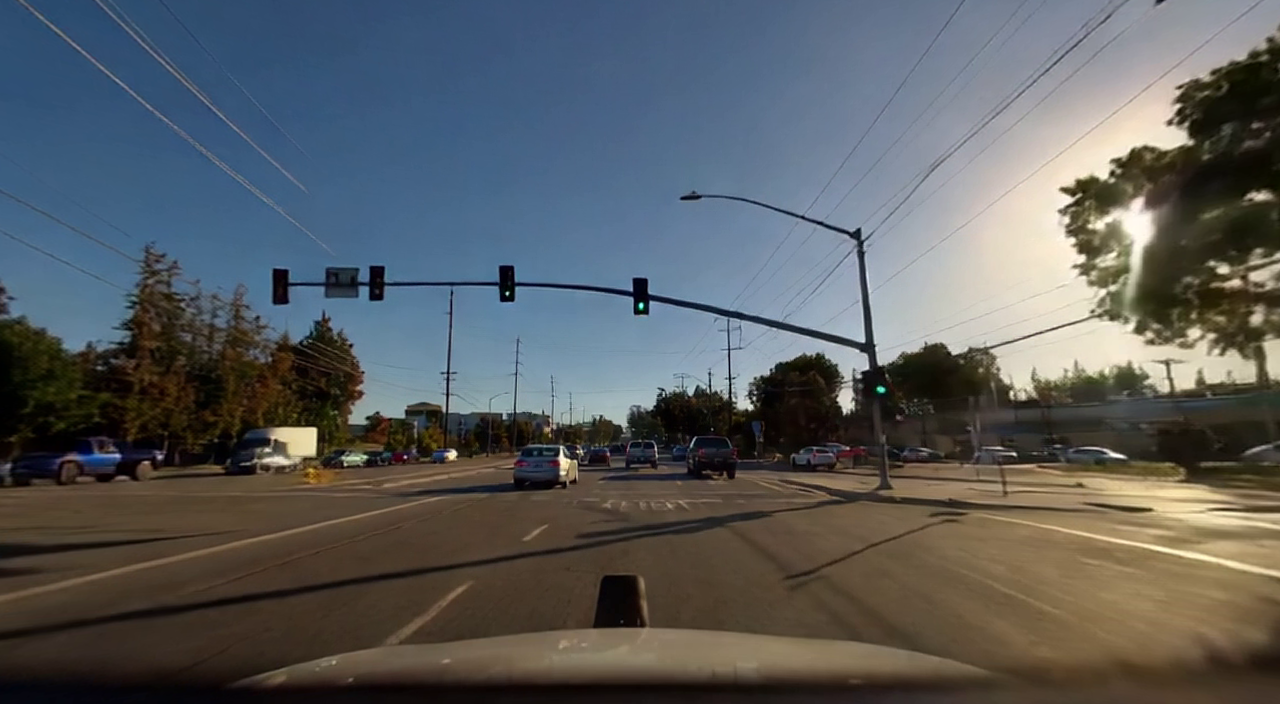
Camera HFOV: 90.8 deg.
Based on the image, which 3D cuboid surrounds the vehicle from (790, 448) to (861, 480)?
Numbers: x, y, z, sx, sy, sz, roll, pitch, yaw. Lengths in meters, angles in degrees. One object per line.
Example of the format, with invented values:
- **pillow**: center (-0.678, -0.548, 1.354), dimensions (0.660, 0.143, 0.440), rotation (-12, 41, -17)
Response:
- **vehicle**: center (10.421, 6.303, 35.845), dimensions (2.010, 1.633, 4.246), rotation (2, -9, -12)

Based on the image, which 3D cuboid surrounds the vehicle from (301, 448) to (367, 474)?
- **vehicle**: center (-20.812, 7.434, 43.205), dimensions (2.129, 1.668, 4.614), rotation (-1, -9, 1)

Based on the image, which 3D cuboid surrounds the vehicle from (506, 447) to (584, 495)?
- **vehicle**: center (-3.185, 4.088, 22.142), dimensions (1.939, 1.494, 4.499), rotation (0, -9, 1)

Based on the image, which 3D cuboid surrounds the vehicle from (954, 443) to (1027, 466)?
- **vehicle**: center (27.489, 8.063, 49.722), dimensions (2.012, 1.701, 4.524), rotation (5, -10, -31)

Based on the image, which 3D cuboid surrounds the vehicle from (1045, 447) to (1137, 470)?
- **vehicle**: center (30.757, 7.236, 43.214), dimensions (1.868, 1.447, 4.690), rotation (5, -10, -29)

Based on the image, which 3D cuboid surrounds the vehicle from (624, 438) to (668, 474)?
- **vehicle**: center (0.388, 6.591, 40.313), dimensions (2.643, 2.145, 5.585), rotation (0, -9, 1)

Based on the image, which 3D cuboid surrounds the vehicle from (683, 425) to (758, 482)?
- **vehicle**: center (3.975, 5.238, 32.883), dimensions (2.905, 2.636, 6.895), rotation (0, -9, -1)

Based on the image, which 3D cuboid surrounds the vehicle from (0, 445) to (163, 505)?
- **vehicle**: center (-18.173, 3.868, 20.358), dimensions (1.958, 1.683, 4.559), rotation (0, -9, 1)

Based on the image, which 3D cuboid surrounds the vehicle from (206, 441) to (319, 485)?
- **vehicle**: center (-17.699, 5.211, 30.004), dimensions (2.000, 1.894, 5.301), rotation (0, -9, 1)
